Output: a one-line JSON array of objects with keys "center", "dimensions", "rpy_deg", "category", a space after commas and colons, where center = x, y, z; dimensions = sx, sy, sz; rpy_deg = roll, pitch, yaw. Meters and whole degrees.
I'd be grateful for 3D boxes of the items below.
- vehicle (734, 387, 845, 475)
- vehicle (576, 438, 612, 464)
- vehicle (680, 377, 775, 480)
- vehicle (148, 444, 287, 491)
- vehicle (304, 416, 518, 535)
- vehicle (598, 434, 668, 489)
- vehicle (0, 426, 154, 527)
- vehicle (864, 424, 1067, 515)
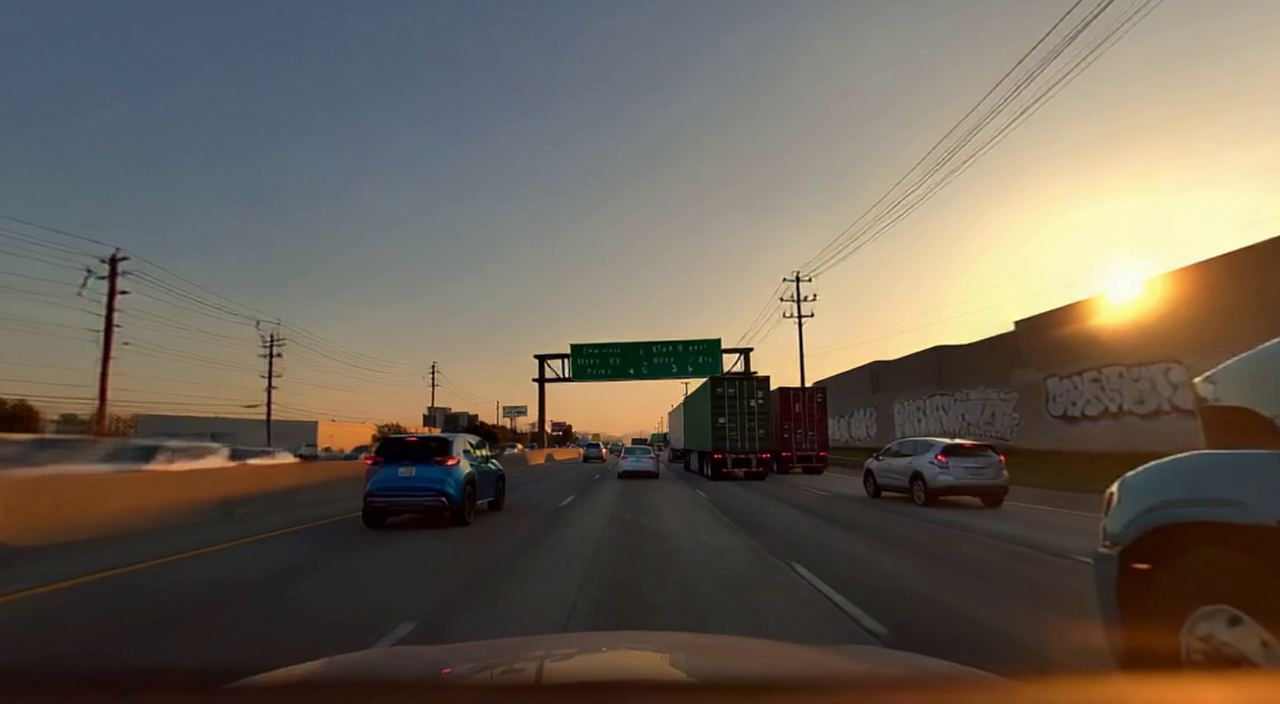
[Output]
[{"center": [7.780, 4.576, 35.317], "dimensions": [2.868, 4.017, 12.827], "rpy_deg": [0, -9, -1], "category": "vehicle"}, {"center": [-3.343, 7.372, 46.975], "dimensions": [2.243, 1.820, 4.473], "rpy_deg": [0, -9, 1], "category": "vehicle"}, {"center": [3.854, 3.980, 31.453], "dimensions": [2.800, 4.039, 13.179], "rpy_deg": [0, -9, 0], "category": "vehicle"}, {"center": [-14.766, 4.035, 22.482], "dimensions": [1.872, 1.482, 4.584], "rpy_deg": [0, -9, -1], "category": "vehicle"}, {"center": [-3.957, 2.242, 12.020], "dimensions": [2.264, 1.804, 4.584], "rpy_deg": [0, -9, 1], "category": "vehicle"}, {"center": [-0.219, 3.751, 21.880], "dimensions": [2.191, 1.685, 4.015], "rpy_deg": [0, -9, 0], "category": "vehicle"}, {"center": [-11.037, 2.100, 10.882], "dimensions": [2.133, 1.548, 4.026], "rpy_deg": [0, -9, -1], "category": "vehicle"}, {"center": [7.103, 2.623, 14.547], "dimensions": [2.202, 1.731, 4.628], "rpy_deg": [0, -9, 0], "category": "vehicle"}]
